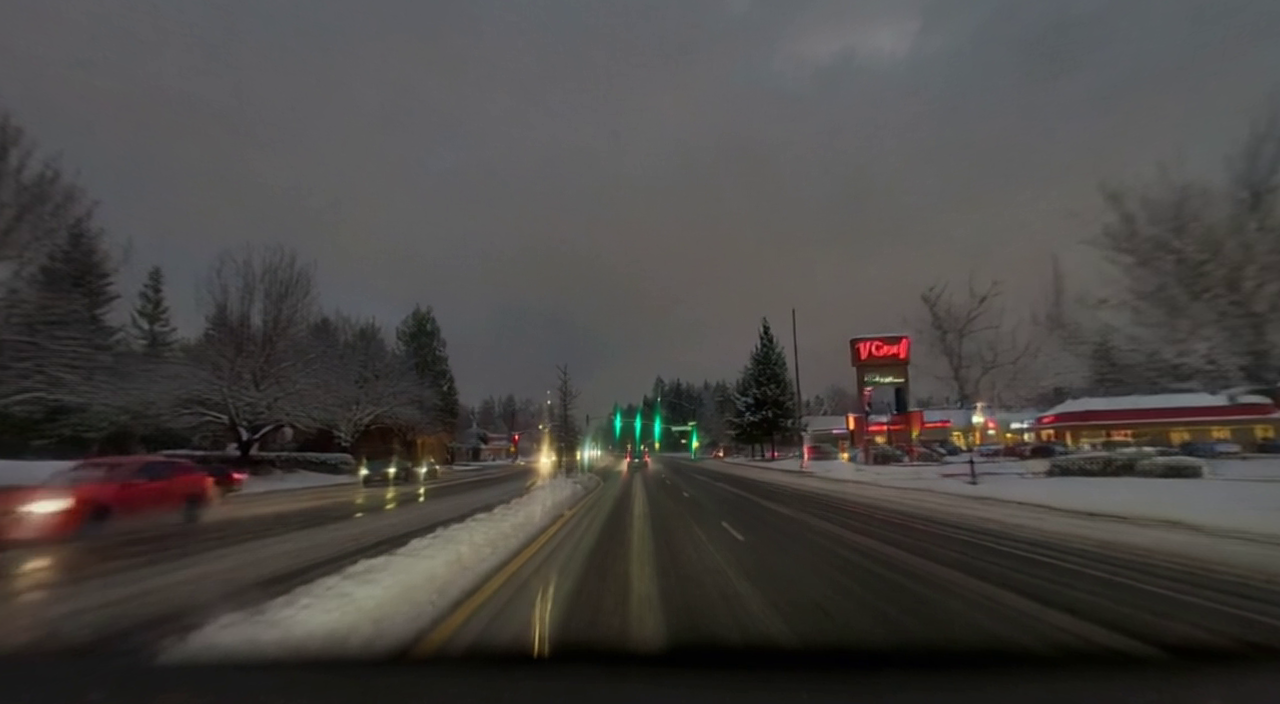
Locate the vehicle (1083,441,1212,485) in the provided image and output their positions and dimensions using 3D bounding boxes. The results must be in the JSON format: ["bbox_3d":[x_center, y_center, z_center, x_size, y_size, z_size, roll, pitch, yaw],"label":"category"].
[{"bbox_3d":[19.518,4.229,24.285,4.333,1.532,2.037,4,-10,-25],"label":"vehicle"}]

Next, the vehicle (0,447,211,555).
[{"bbox_3d":[-11.374,2.864,12.955,2.004,1.787,4.384,0,-9,0],"label":"vehicle"}]

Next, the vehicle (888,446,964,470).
[{"bbox_3d":[19.406,7.155,42.900,4.731,1.535,2.079,4,-10,-26],"label":"vehicle"}]

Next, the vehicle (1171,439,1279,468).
[{"bbox_3d":[32.110,5.570,34.770,4.036,1.512,1.856,0,-9,1],"label":"vehicle"}]

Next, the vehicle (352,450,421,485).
[{"bbox_3d":[-14.544,6.605,36.515,2.046,1.900,4.689,0,-9,0],"label":"vehicle"}]
